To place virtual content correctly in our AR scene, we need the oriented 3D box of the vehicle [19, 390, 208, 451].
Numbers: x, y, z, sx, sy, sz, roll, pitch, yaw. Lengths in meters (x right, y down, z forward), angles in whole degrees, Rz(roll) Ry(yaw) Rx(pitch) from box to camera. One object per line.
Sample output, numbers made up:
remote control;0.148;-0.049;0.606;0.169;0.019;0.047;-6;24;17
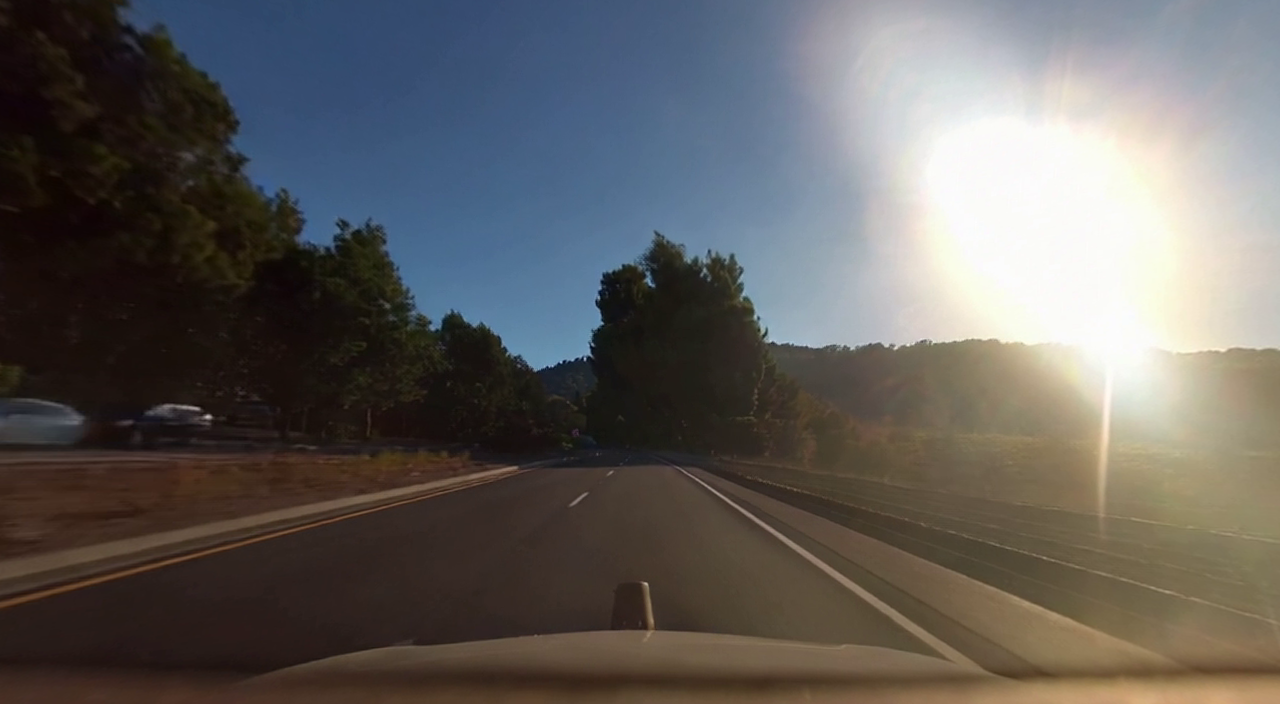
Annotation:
vehicle;-18.193;2.517;22.137;2.306;1.894;4.871;0;-9;1
